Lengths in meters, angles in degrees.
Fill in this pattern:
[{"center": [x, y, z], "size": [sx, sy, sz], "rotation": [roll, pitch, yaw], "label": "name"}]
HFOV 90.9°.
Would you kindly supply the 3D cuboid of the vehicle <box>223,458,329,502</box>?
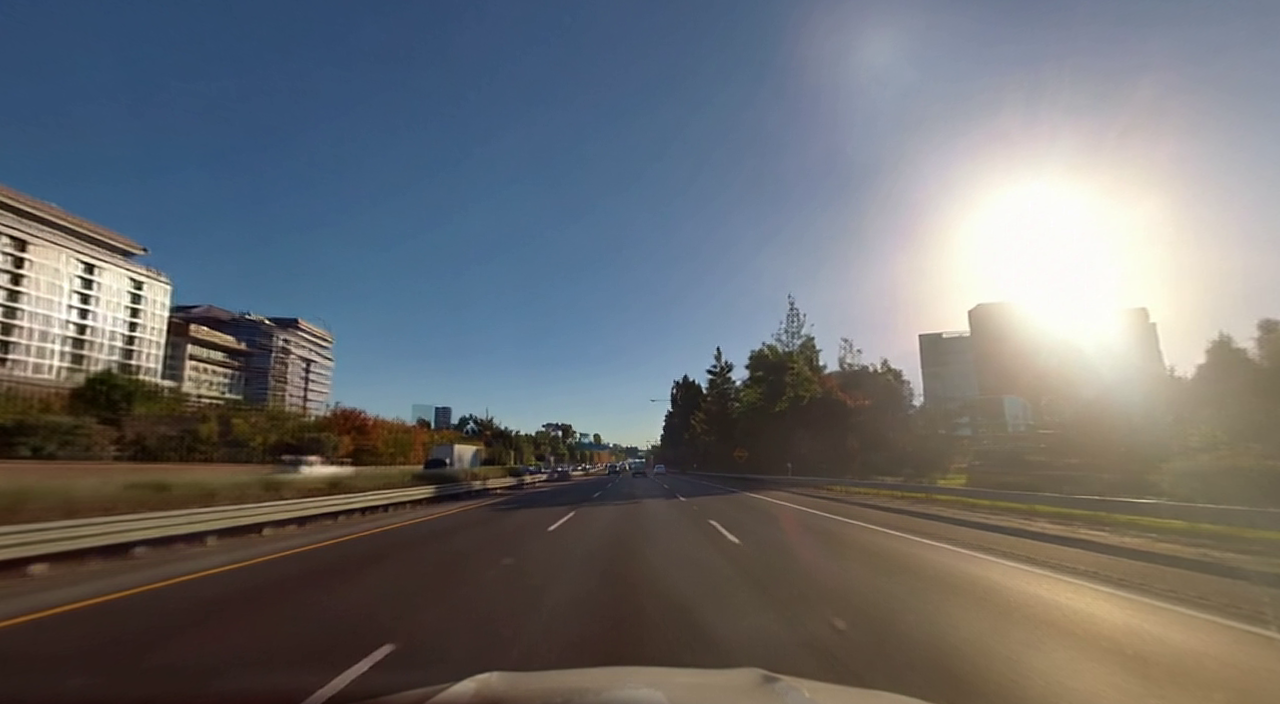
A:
[{"center": [-15.688, 5.547, 27.495], "size": [1.958, 1.686, 4.519], "rotation": [1, -10, -1], "label": "vehicle"}]
